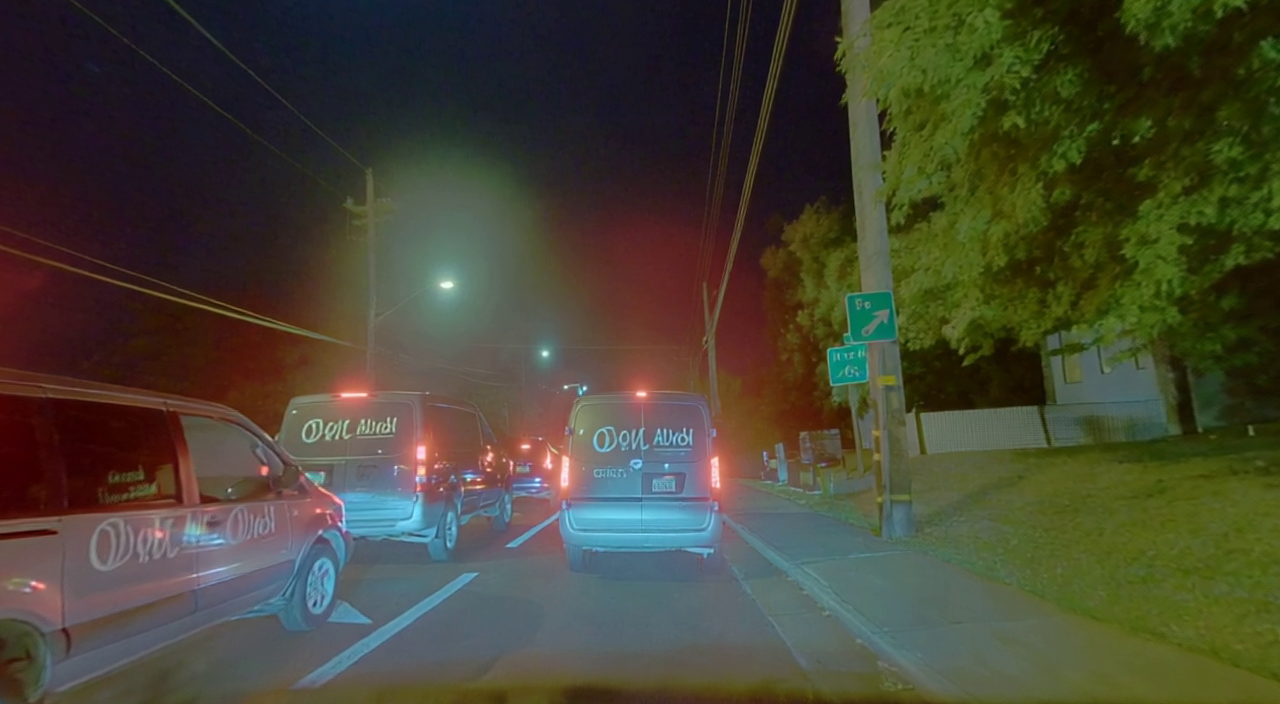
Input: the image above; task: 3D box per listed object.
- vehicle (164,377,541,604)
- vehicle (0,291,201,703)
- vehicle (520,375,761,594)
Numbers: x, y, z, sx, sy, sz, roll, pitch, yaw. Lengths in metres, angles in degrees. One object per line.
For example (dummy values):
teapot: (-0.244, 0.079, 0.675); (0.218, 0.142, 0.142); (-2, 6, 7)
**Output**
vehicle: (-2.757, 1.484, 7.635); (2.109, 1.851, 4.749); (-1, -8, 3)
vehicle: (-3.106, 0.469, 0.250); (2.160, 1.796, 4.997); (0, -8, 1)
vehicle: (0.109, 1.463, 7.692); (2.117, 1.911, 4.095); (-1, -8, 3)
